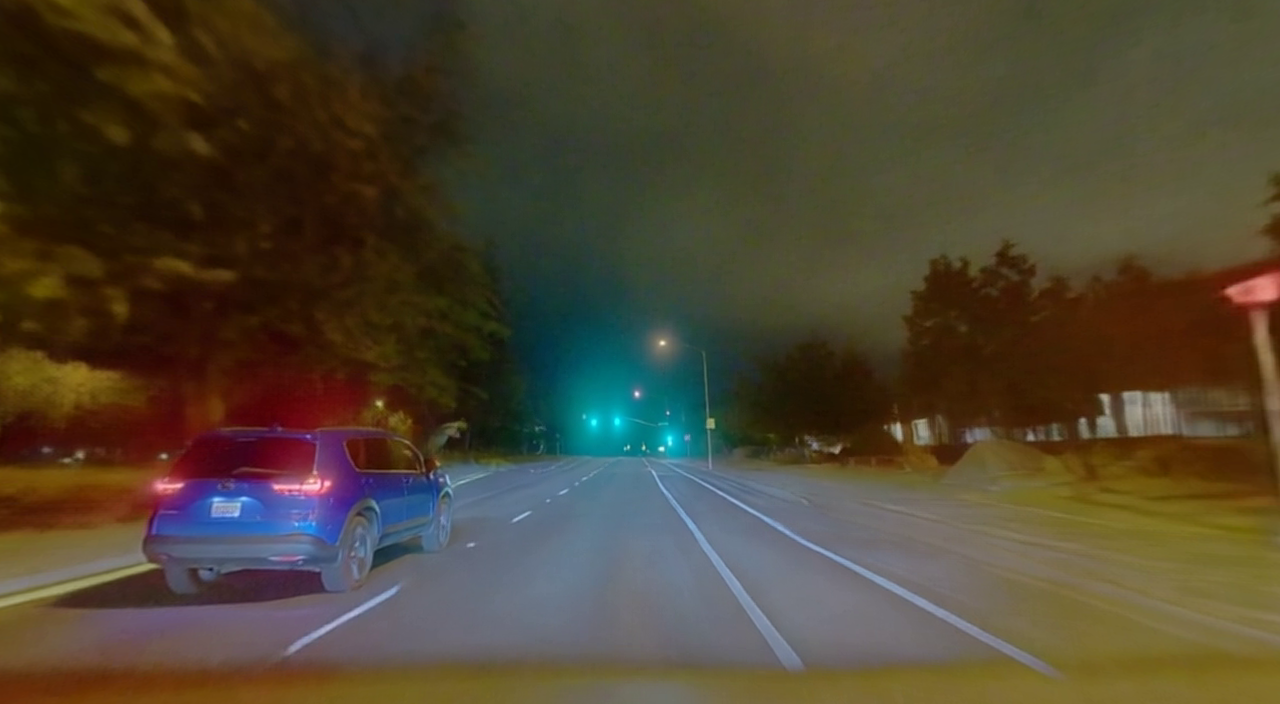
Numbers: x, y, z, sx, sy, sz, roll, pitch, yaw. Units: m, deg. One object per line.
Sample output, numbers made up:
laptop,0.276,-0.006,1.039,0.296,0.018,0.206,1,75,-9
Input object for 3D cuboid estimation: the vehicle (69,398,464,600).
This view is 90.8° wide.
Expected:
vehicle,-3.860,1.623,7.748,2.121,1.724,4.392,1,-9,0
